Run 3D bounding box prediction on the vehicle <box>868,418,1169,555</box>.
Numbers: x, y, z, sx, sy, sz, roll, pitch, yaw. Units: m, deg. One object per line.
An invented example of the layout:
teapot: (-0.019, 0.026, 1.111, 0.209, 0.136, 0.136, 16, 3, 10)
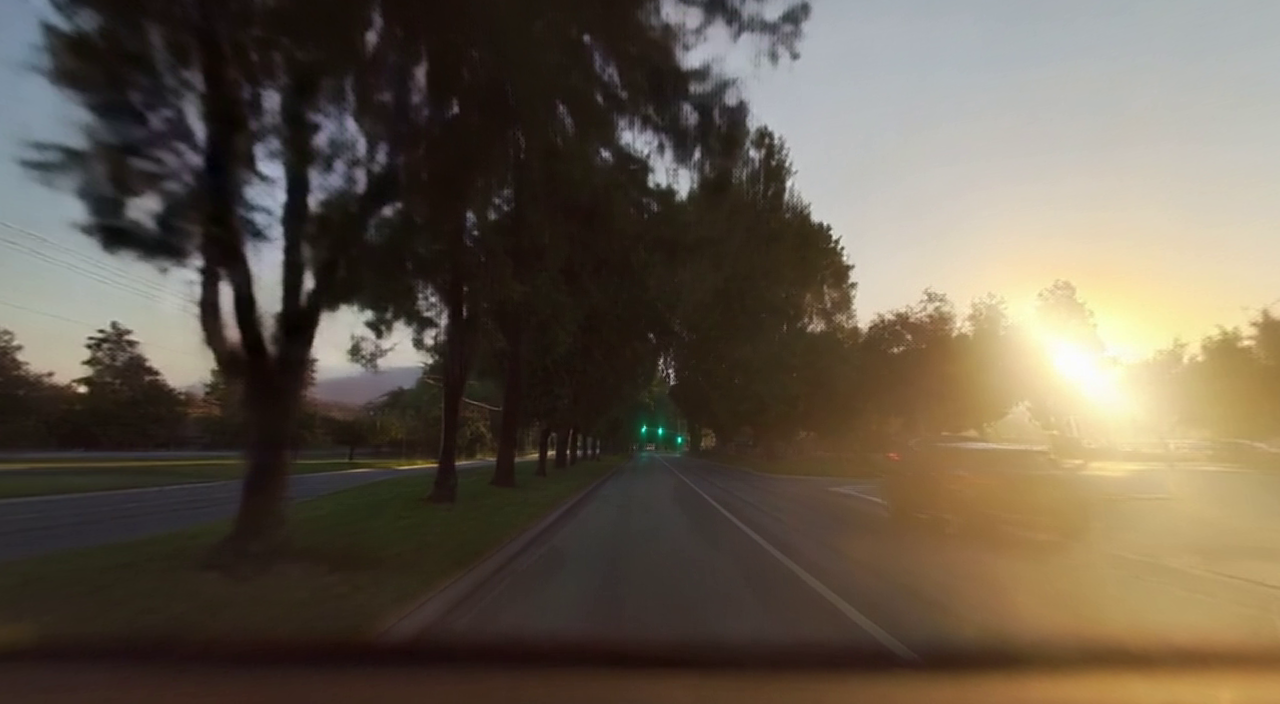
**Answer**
vehicle: (5.533, 2.008, 10.176, 2.057, 1.688, 4.596, 0, -8, 1)
